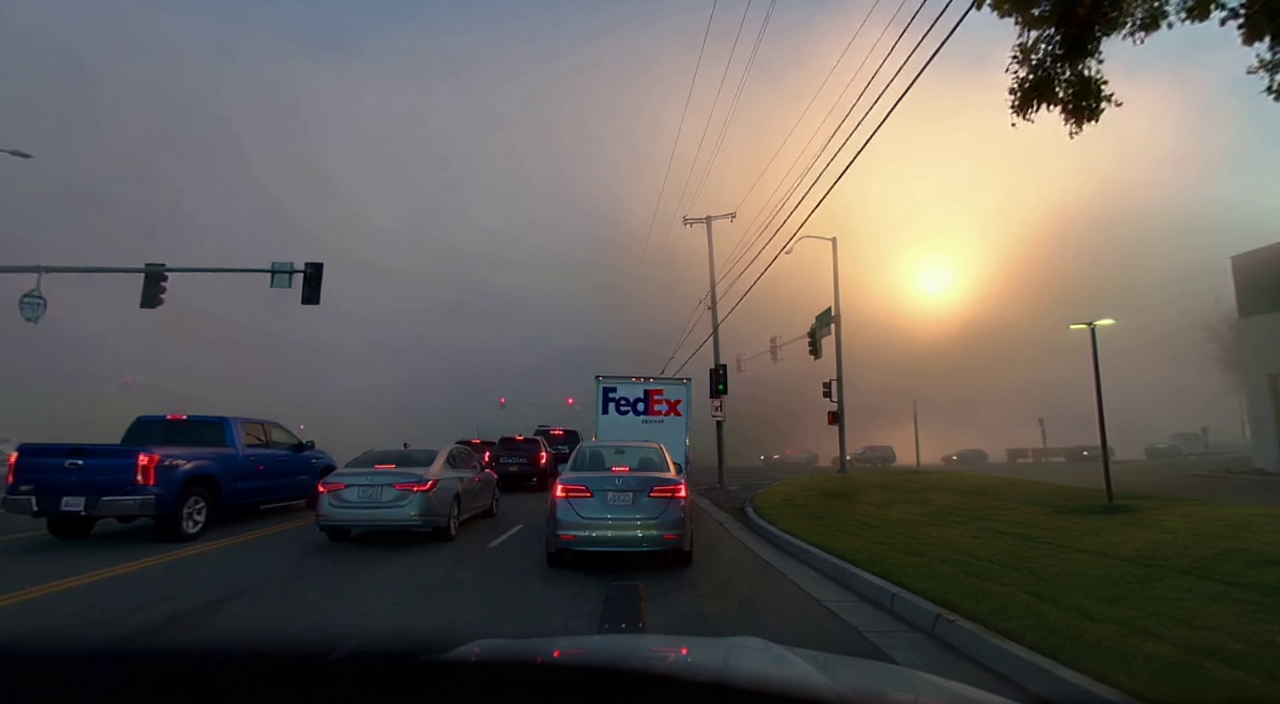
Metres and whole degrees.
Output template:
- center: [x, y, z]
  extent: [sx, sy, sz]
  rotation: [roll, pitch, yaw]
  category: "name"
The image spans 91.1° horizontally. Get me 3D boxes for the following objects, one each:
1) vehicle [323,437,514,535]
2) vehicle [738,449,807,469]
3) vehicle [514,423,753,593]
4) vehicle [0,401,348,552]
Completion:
- center: [-3.873, 2.401, 11.940]
  extent: [1.949, 1.487, 4.390]
  rotation: [0, -9, 1]
  category: "vehicle"
- center: [10.247, 8.290, 48.657]
  extent: [4.841, 1.494, 1.829]
  rotation: [1, -9, -5]
  category: "vehicle"
- center: [-0.048, 1.732, 7.859]
  extent: [2.145, 1.513, 4.269]
  rotation: [0, -9, 0]
  category: "vehicle"
- center: [-7.294, 1.981, 10.737]
  extent: [2.125, 1.893, 5.498]
  rotation: [0, -9, -2]
  category: "vehicle"
